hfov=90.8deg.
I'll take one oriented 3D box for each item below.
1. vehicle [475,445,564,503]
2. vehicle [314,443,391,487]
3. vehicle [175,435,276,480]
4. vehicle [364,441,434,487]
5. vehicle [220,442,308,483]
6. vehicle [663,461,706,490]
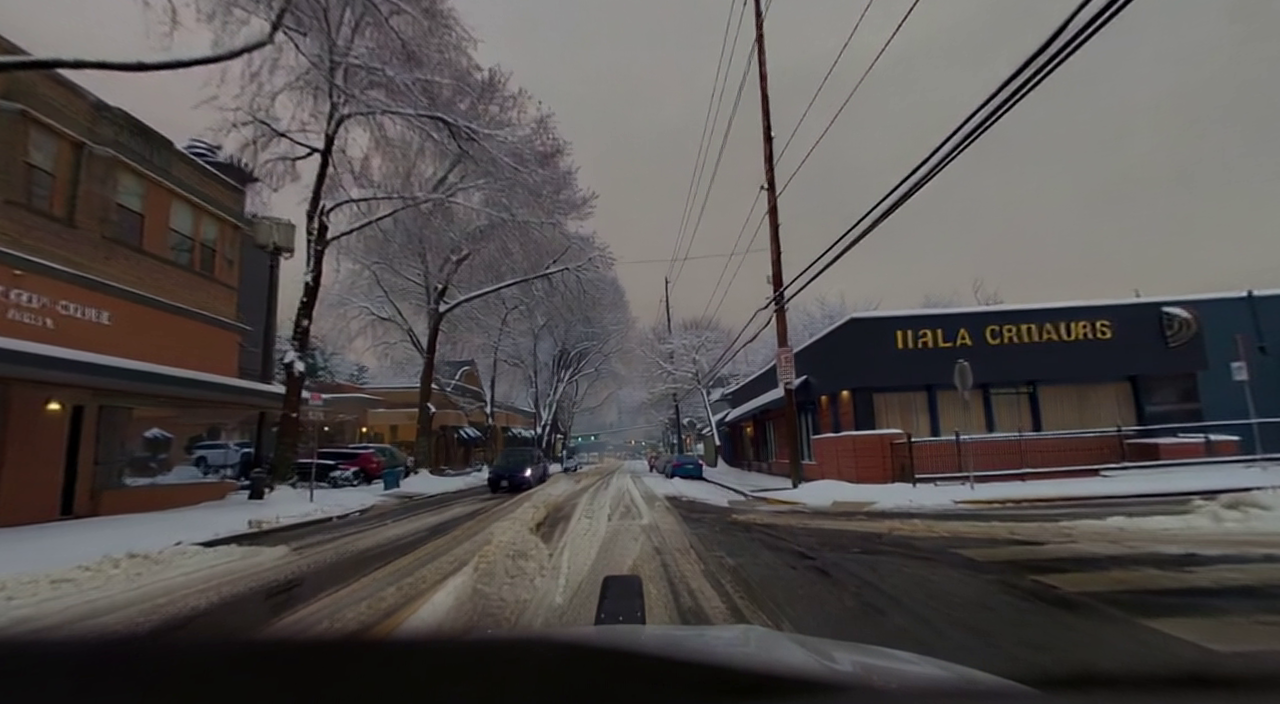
[{"bbox_3d":[-4.469,4.598,24.418,2.495,1.966,4.846,0,-9,0],"label":"vehicle"},{"bbox_3d":[-19.175,7.496,42.554,2.256,2.668,5.979,0,-7,1],"label":"vehicle"},{"bbox_3d":[-27.812,7.106,42.767,2.249,2.760,6.636,0,-9,0],"label":"vehicle"},{"bbox_3d":[-16.243,7.612,43.090,2.715,2.789,6.225,0,-10,-5],"label":"vehicle"},{"bbox_3d":[-25.117,7.385,42.588,2.288,2.514,5.886,0,-9,0],"label":"vehicle"},{"bbox_3d":[2.379,6.732,34.549,1.877,1.373,3.854,0,-9,-3],"label":"vehicle"}]
